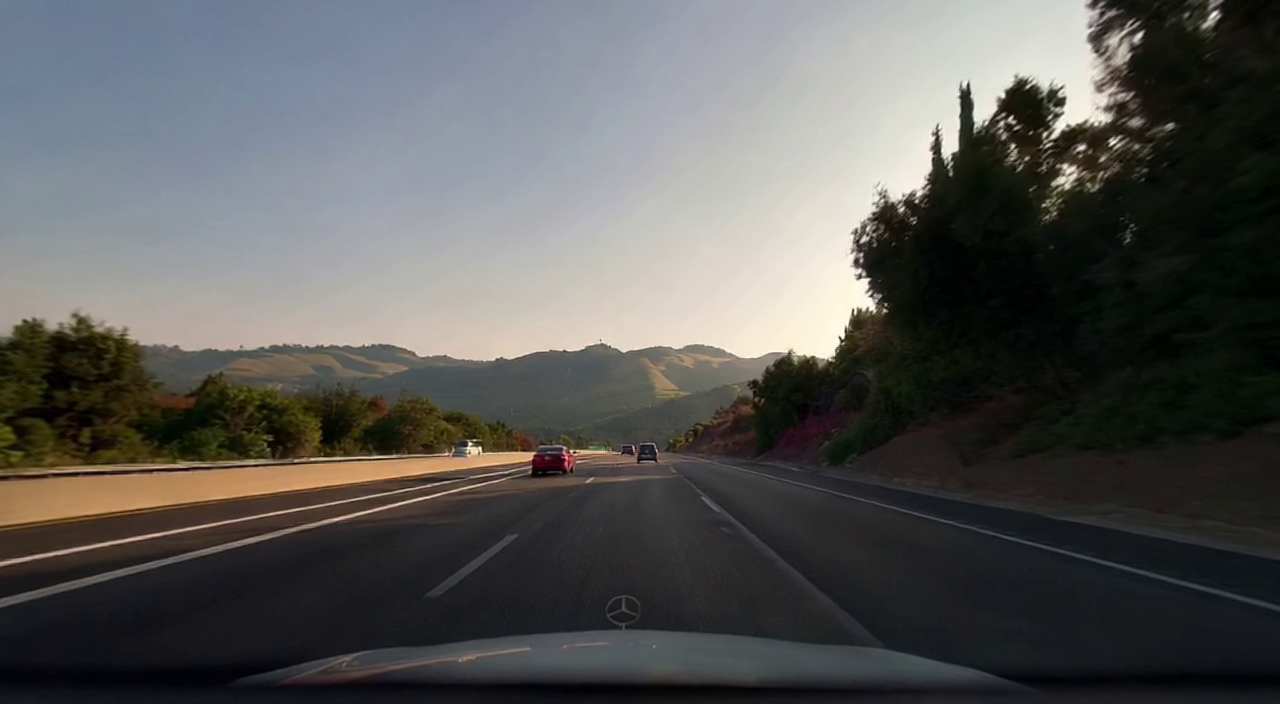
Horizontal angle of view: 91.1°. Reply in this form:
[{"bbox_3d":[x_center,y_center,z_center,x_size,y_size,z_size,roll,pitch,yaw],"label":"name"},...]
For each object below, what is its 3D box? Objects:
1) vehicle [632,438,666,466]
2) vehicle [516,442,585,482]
[{"bbox_3d":[0.576,6.973,43.892,2.272,1.836,4.866,0,-8,-1],"label":"vehicle"},{"bbox_3d":[-3.532,4.435,25.676,2.082,1.485,4.237,0,-8,2],"label":"vehicle"}]
